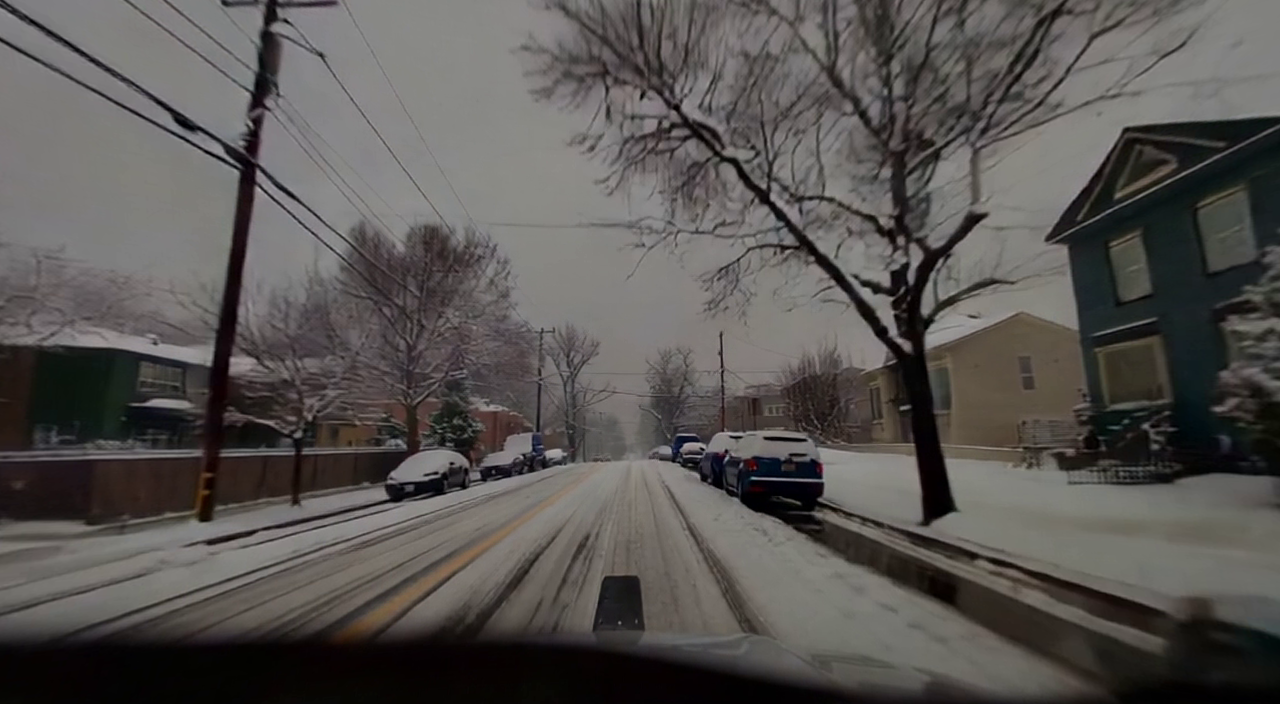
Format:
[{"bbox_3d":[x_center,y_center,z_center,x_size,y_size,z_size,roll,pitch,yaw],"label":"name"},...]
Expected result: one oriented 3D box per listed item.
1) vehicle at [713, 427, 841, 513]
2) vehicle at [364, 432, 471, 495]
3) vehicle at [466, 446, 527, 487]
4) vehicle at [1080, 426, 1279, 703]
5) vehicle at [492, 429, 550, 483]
[{"bbox_3d":[3.140,2.807,15.525,2.013,1.775,4.570,0,-8,-1],"label":"vehicle"},{"bbox_3d":[-7.053,3.505,20.462,1.874,1.569,4.318,1,-4,0],"label":"vehicle"},{"bbox_3d":[-7.166,5.705,31.805,2.027,1.563,4.594,-2,-5,0],"label":"vehicle"},{"bbox_3d":[3.288,0.776,0.764,1.990,1.447,4.682,0,-8,-2],"label":"vehicle"},{"bbox_3d":[-7.222,6.314,38.882,2.508,2.712,5.809,0,-4,-1],"label":"vehicle"}]
